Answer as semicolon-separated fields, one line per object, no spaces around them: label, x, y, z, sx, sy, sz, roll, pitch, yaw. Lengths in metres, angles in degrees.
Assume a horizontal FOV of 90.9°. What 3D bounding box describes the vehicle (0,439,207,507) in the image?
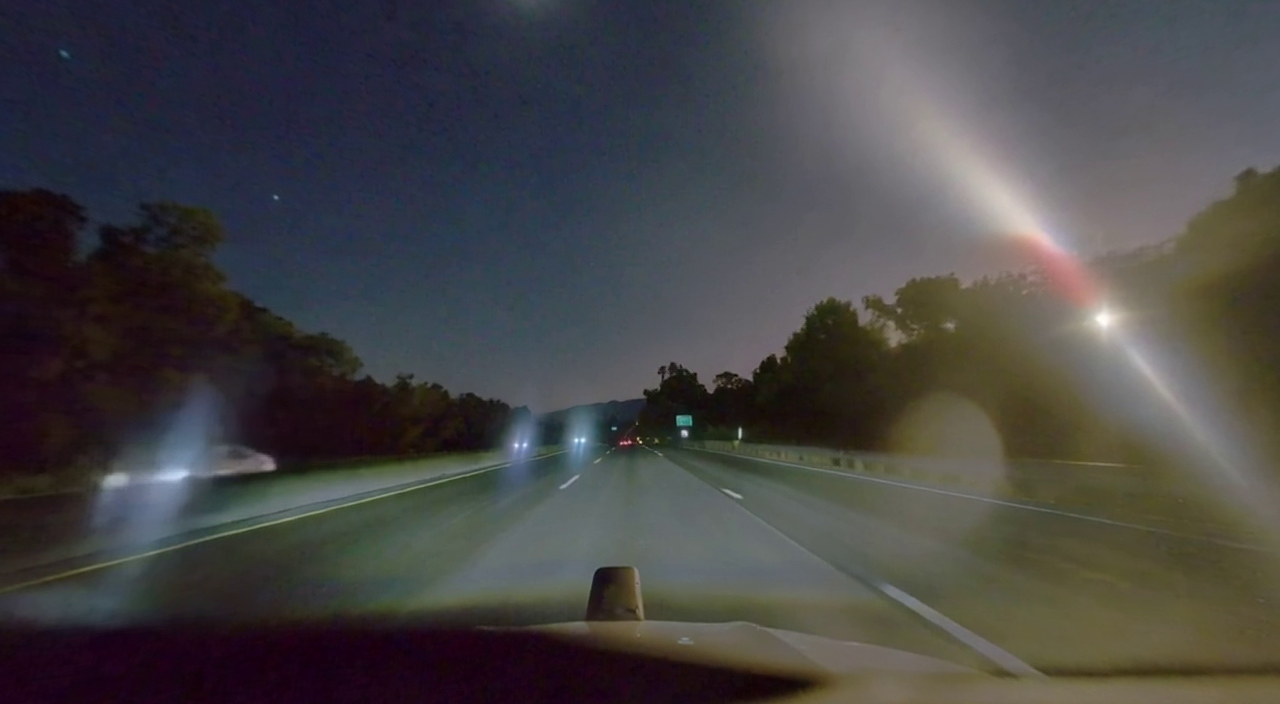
vehicle;-13.191;2.920;15.796;1.811;1.453;4.079;0;-8;-1
